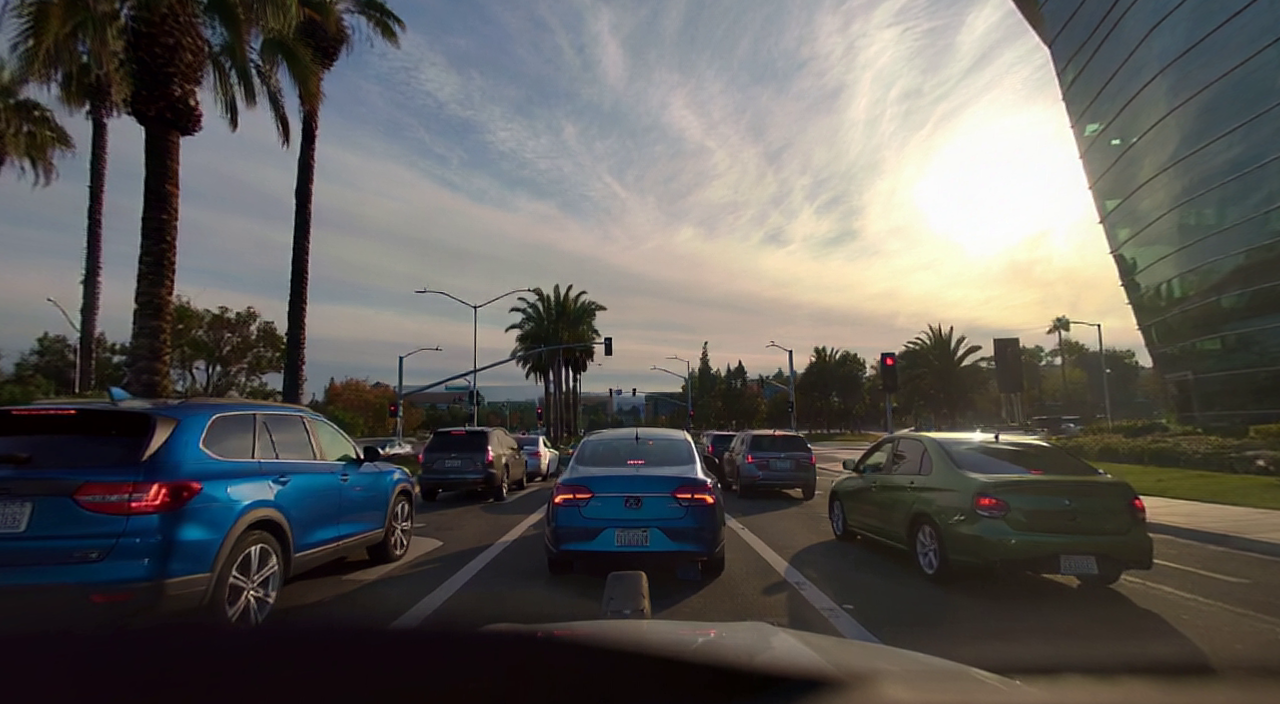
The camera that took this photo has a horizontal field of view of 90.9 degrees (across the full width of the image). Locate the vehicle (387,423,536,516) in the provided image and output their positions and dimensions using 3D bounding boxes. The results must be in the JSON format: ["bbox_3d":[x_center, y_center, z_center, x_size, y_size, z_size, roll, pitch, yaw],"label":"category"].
[{"bbox_3d":[-3.465,2.353,13.073,1.917,1.631,3.768,0,-8,1],"label":"vehicle"}]

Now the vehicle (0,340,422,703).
[{"bbox_3d":[-3.536,1.141,5.099,2.014,1.775,4.404,0,-8,-1],"label":"vehicle"}]

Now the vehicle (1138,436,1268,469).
[{"bbox_3d":[25.466,4.548,28.637,4.014,1.417,1.777,-1,-8,5],"label":"vehicle"}]

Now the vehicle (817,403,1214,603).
[{"bbox_3d":[3.842,1.620,7.675,2.064,1.696,4.431,0,-8,0],"label":"vehicle"}]

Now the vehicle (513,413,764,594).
[{"bbox_3d":[-0.053,1.660,7.808,2.219,1.586,4.321,0,-8,-1],"label":"vehicle"}]
